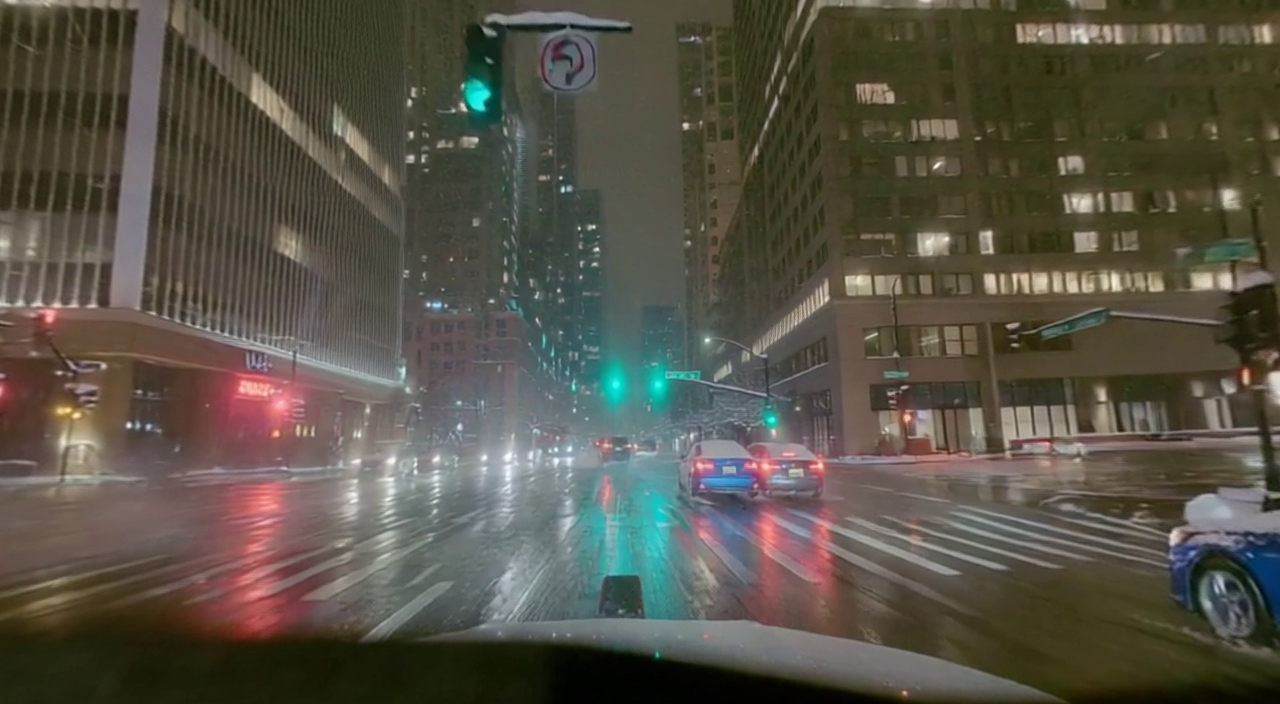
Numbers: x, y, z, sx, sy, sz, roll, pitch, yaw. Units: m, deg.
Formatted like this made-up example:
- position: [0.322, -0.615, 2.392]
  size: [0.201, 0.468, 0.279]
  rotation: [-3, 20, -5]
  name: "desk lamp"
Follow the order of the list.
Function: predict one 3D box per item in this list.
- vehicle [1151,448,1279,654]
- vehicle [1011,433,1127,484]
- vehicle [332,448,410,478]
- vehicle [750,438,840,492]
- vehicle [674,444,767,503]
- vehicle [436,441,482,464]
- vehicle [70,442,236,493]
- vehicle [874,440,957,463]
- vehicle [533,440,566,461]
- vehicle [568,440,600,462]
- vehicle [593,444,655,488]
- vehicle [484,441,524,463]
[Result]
- position: [5.653, 1.253, 3.350]
  size: [1.914, 1.484, 4.639]
  rotation: [0, -9, -1]
  name: "vehicle"
- position: [16.795, 4.124, 24.674]
  size: [4.640, 1.794, 2.008]
  rotation: [6, -11, -34]
  name: "vehicle"
- position: [-12.960, 5.360, 30.762]
  size: [1.939, 1.326, 4.340]
  rotation: [0, -9, 0]
  name: "vehicle"
- position: [5.472, 4.040, 22.950]
  size: [2.015, 1.745, 4.444]
  rotation: [0, -9, -2]
  name: "vehicle"
- position: [2.210, 3.484, 18.580]
  size: [1.987, 1.484, 4.427]
  rotation: [0, -9, -2]
  name: "vehicle"
- position: [-13.213, 7.369, 46.338]
  size: [2.048, 1.609, 4.477]
  rotation: [0, -9, 0]
  name: "vehicle"
- position: [-16.445, 3.910, 21.745]
  size: [1.877, 1.508, 4.760]
  rotation: [0, -9, 0]
  name: "vehicle"
- position: [18.935, 6.840, 43.501]
  size: [4.862, 1.495, 1.956]
  rotation: [1, -9, -7]
  name: "vehicle"
- position: [-7.108, 7.797, 49.902]
  size: [2.009, 1.488, 4.277]
  rotation: [-2, -8, -1]
  name: "vehicle"
- position: [-4.310, 7.701, 49.491]
  size: [2.113, 1.564, 4.359]
  rotation: [-2, -8, 0]
  name: "vehicle"
- position: [-0.599, 4.171, 23.484]
  size: [2.096, 1.457, 4.160]
  rotation: [0, -9, -1]
  name: "vehicle"
- position: [-10.216, 7.531, 47.720]
  size: [1.965, 1.527, 4.703]
  rotation: [0, -9, 0]
  name: "vehicle"
